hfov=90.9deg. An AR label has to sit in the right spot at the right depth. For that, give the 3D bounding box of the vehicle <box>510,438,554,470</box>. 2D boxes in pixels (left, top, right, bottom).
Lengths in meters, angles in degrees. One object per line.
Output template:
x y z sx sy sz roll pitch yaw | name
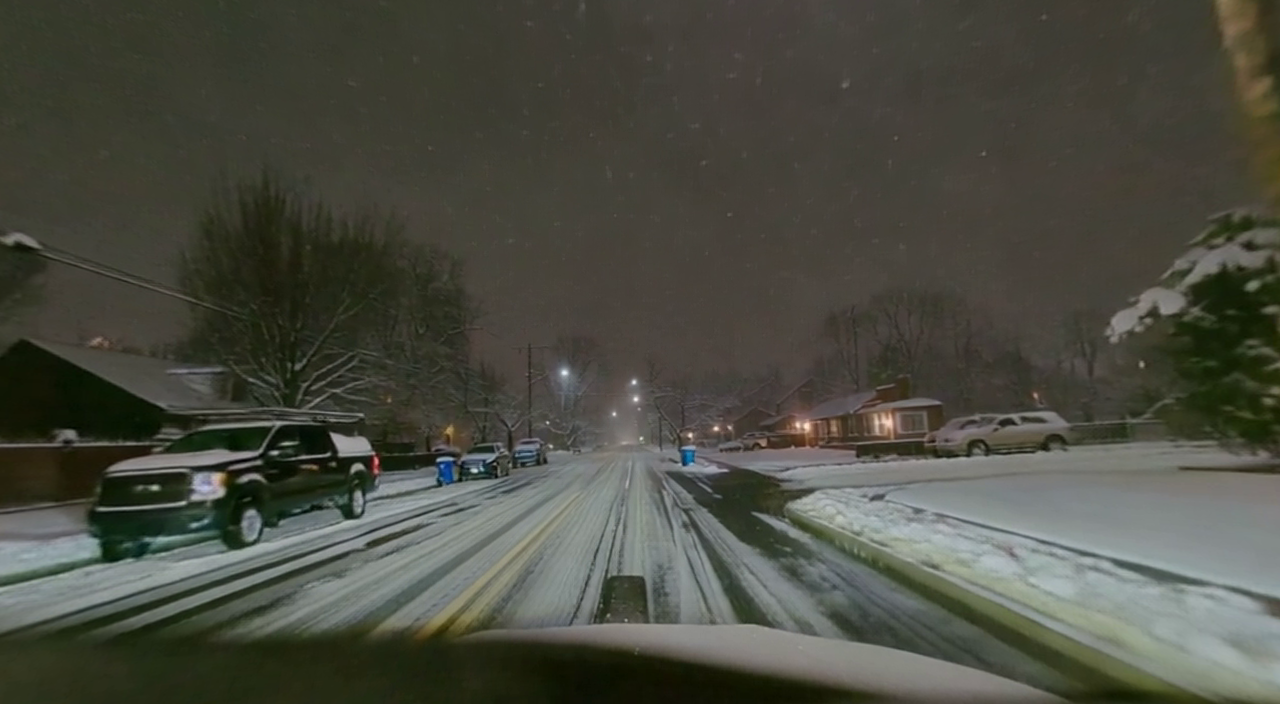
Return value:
-7.014 6.671 41.523 2.169 1.871 4.762 -3 -8 -2 | vehicle

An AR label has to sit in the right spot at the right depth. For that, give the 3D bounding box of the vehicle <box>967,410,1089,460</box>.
14.769 3.249 24.340 1.915 1.740 4.309 1 -9 -1 | vehicle

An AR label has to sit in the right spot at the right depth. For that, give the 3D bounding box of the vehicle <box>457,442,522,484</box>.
-6.658 4.902 28.338 1.945 1.530 4.430 -4 -7 -2 | vehicle

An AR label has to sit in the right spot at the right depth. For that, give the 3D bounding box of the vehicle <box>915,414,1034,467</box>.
12.669 3.376 24.291 1.936 1.687 4.714 -5 -7 1 | vehicle

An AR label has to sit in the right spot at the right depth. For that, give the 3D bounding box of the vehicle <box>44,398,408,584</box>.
-6.330 1.974 10.907 2.223 2.115 5.707 5 -4 1 | vehicle
